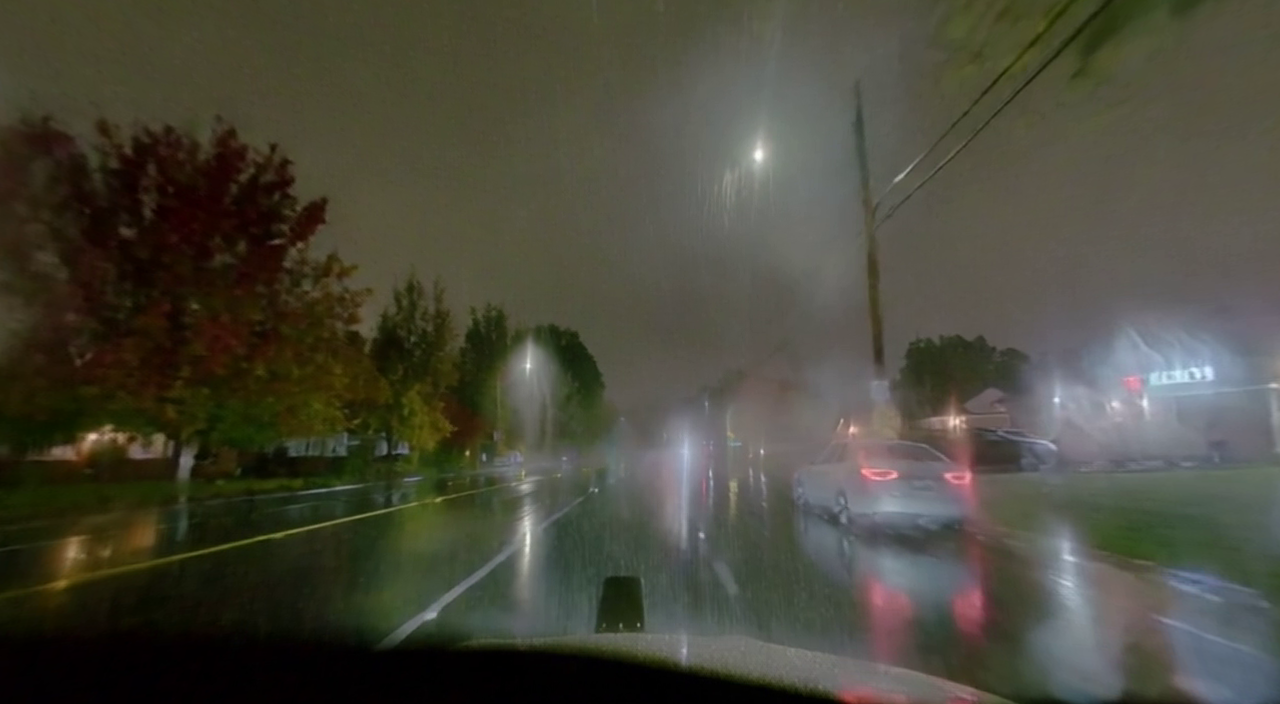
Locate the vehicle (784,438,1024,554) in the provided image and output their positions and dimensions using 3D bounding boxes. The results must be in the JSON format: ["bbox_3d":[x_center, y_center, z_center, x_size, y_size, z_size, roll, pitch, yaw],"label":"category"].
[{"bbox_3d":[4.009,2.248,10.738,2.080,1.503,4.821,0,-8,1],"label":"vehicle"}]

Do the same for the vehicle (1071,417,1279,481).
[{"bbox_3d":[15.605,2.842,18.556,4.290,1.717,2.013,-1,-8,7],"label":"vehicle"}]
